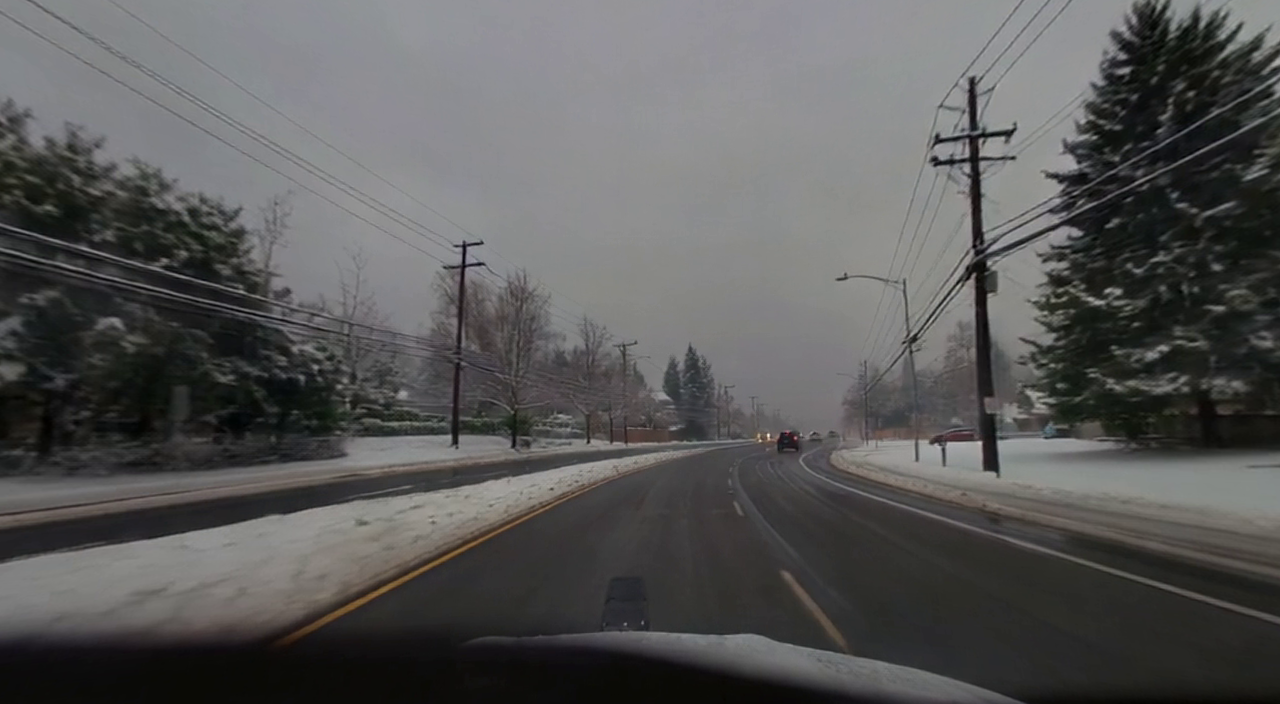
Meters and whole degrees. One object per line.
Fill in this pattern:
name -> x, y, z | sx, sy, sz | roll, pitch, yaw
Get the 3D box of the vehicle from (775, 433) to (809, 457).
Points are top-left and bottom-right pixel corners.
vehicle -> 9.805, 6.028, 40.730 | 1.982, 1.451, 4.152 | -2, -9, 13
